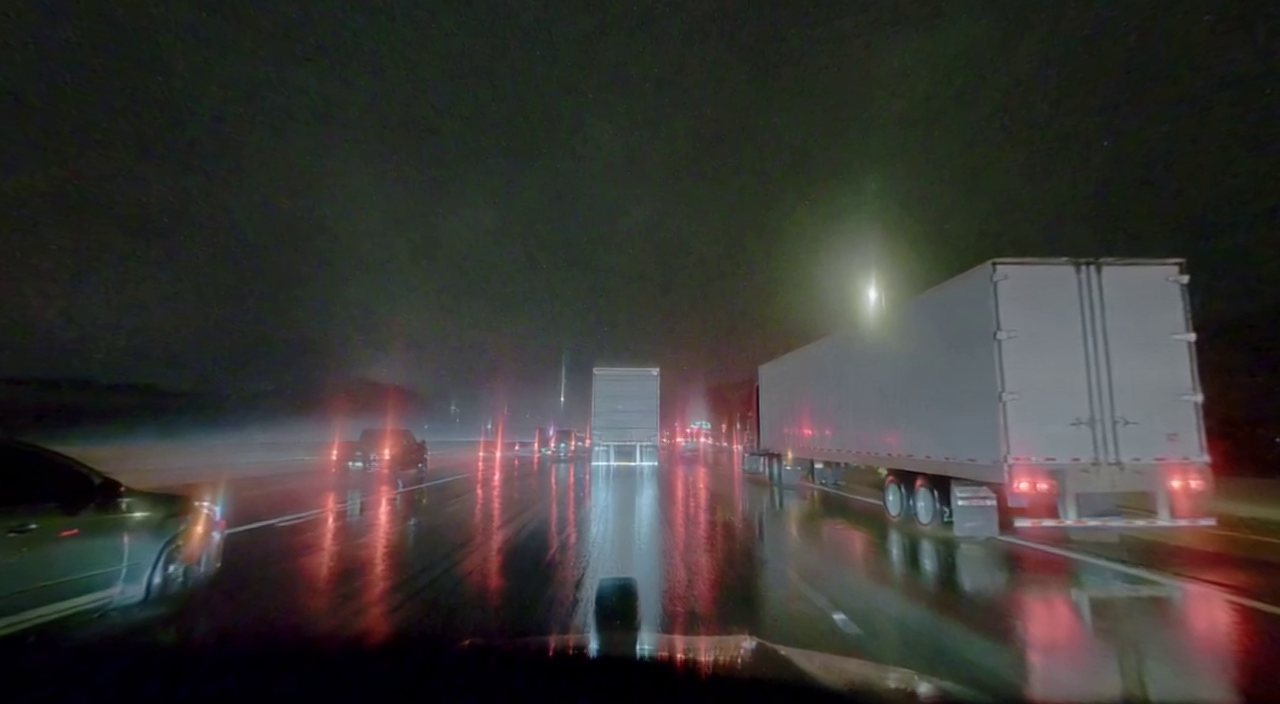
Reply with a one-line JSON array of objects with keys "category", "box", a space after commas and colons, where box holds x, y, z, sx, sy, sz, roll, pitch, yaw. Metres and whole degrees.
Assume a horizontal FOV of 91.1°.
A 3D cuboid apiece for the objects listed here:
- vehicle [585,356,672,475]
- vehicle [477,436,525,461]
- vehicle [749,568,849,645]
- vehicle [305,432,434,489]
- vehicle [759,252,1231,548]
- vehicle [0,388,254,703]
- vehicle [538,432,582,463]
[{"category": "vehicle", "box": [-0.531, 2.802, 26.251, 2.938, 4.033, 9.980, 0, -8, -2]}, {"category": "vehicle", "box": [-8.624, 6.004, 39.274, 2.019, 1.471, 4.347, 0, -8, 0]}, {"category": "vehicle", "box": [5.654, 9.148, 22.818, 2.835, 2.000, 2.696, 1, -8, -2]}, {"category": "vehicle", "box": [-7.777, 3.131, 18.617, 1.909, 1.479, 4.425, 0, -8, -1]}, {"category": "vehicle", "box": [6.003, 1.523, 15.381, 2.863, 3.936, 14.058, 0, -8, -2]}, {"category": "vehicle", "box": [-3.882, 0.912, 2.812, 1.882, 1.493, 3.828, 0, -8, -1]}, {"category": "vehicle", "box": [-4.532, 5.448, 36.042, 1.986, 1.612, 4.155, 0, -8, 0]}]
